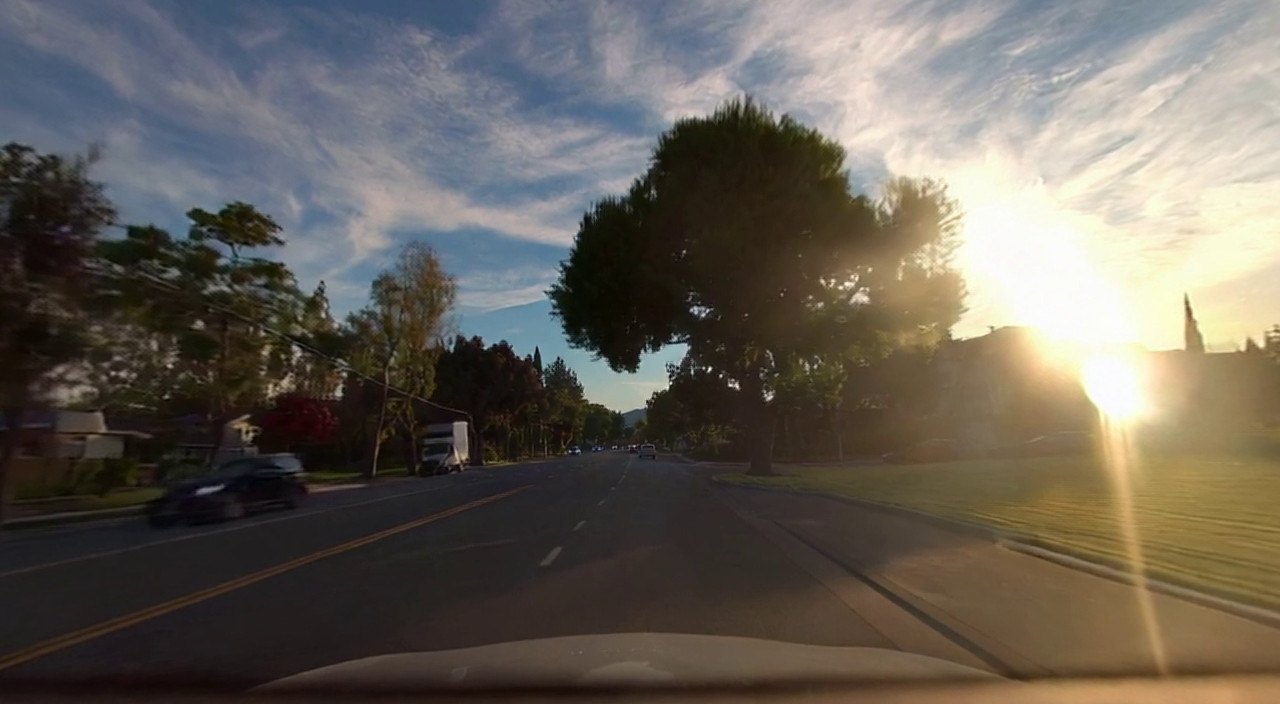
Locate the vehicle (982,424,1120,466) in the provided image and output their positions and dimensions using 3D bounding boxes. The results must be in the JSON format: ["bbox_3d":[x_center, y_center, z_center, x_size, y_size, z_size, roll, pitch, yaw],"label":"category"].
[{"bbox_3d":[18.910,4.318,29.146,4.821,1.832,2.196,1,-9,-1],"label":"vehicle"}]

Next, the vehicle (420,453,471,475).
[{"bbox_3d":[-14.049,8.100,45.677,2.557,1.485,2.907,-2,-9,5],"label":"vehicle"}]

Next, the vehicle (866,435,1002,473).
[{"bbox_3d":[13.429,4.679,29.063,5.177,1.468,2.090,-3,-7,3],"label":"vehicle"}]

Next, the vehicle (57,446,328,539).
[{"bbox_3d":[-8.670,2.710,12.966,1.961,1.518,4.846,0,-9,1],"label":"vehicle"}]
